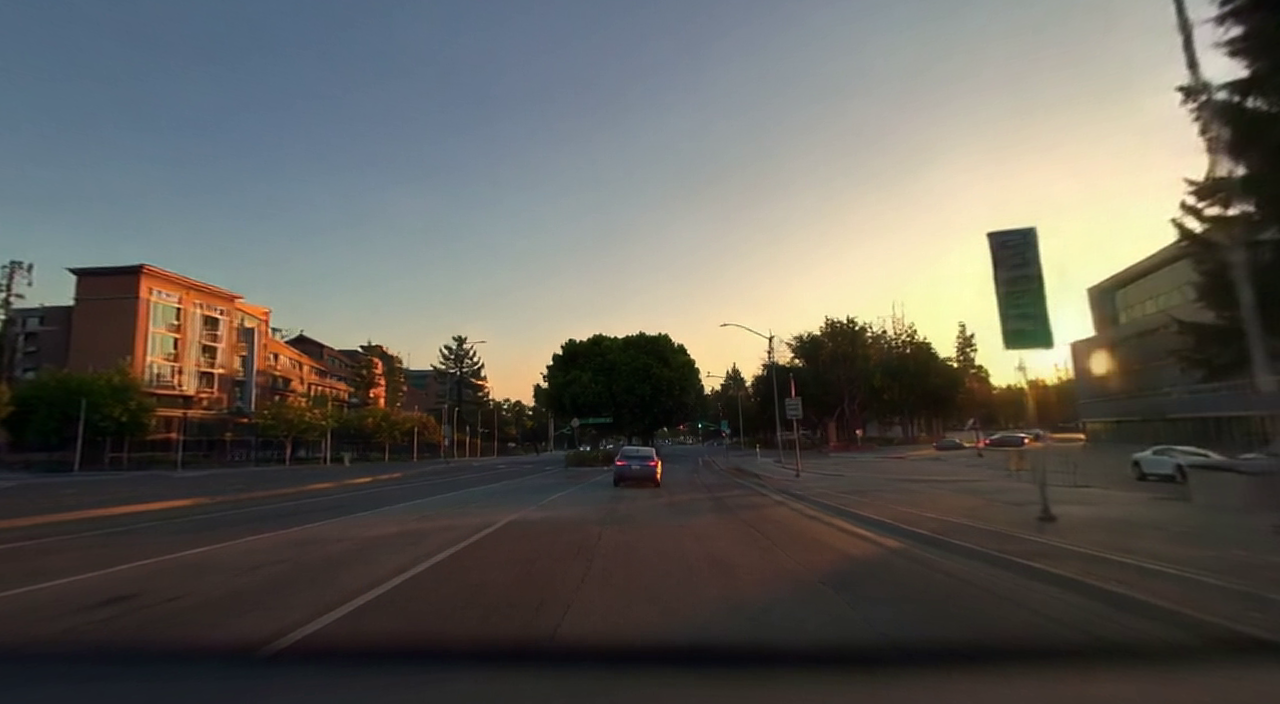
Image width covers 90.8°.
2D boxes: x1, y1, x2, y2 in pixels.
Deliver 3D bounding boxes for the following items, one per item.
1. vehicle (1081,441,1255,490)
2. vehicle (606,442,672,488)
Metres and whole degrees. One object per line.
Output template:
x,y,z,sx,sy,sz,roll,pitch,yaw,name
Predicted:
17.456,3.767,21.288,1.857,1.441,4.721,0,-9,1,vehicle
0.019,4.026,22.818,2.133,1.481,4.276,-1,-9,1,vehicle
